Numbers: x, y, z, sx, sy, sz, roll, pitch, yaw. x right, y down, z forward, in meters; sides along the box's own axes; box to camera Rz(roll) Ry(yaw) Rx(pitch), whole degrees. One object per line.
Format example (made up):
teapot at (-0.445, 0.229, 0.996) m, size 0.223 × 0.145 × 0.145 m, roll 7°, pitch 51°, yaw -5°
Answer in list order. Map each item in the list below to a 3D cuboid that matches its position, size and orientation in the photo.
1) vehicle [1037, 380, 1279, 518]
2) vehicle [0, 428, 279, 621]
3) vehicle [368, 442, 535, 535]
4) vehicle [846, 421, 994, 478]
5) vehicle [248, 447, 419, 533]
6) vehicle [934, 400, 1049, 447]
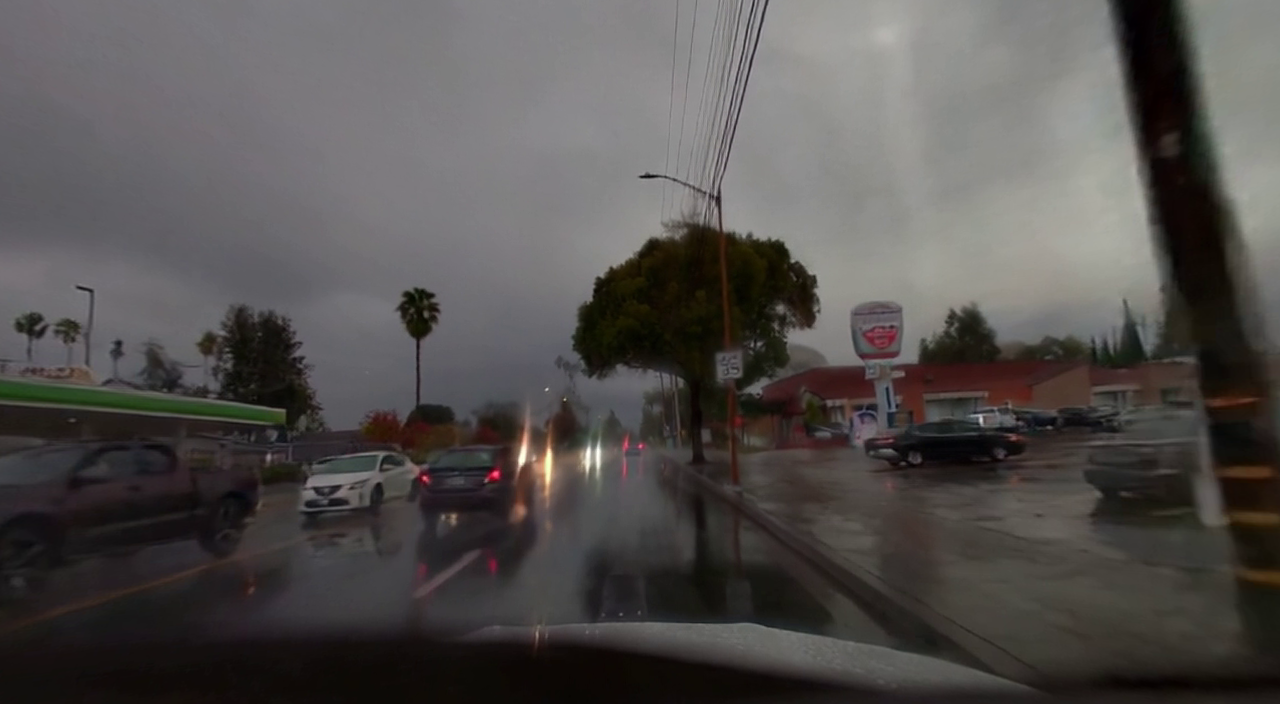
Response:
vehicle at (8.170, 1.350, 9.013) m, size 4.713 × 1.518 × 2.035 m, roll 4°, pitch -9°, yaw -27°
vehicle at (-6.772, 1.833, 7.650) m, size 1.877 × 1.742 × 4.919 m, roll 0°, pitch -8°, yaw 0°
vehicle at (-3.417, 2.529, 12.478) m, size 1.943 × 1.455 × 4.414 m, roll 0°, pitch -8°, yaw 0°
vehicle at (7.934, 2.730, 17.853) m, size 4.000 × 1.440 × 1.746 m, roll 5°, pitch -9°, yaw -30°
vehicle at (-6.719, 3.007, 14.514) m, size 1.863 × 1.506 × 4.597 m, roll -3°, pitch -8°, yaw -3°
vehicle at (19.778, 4.119, 35.892) m, size 4.982 × 2.516 × 2.697 m, roll -2°, pitch -8°, yaw 11°
